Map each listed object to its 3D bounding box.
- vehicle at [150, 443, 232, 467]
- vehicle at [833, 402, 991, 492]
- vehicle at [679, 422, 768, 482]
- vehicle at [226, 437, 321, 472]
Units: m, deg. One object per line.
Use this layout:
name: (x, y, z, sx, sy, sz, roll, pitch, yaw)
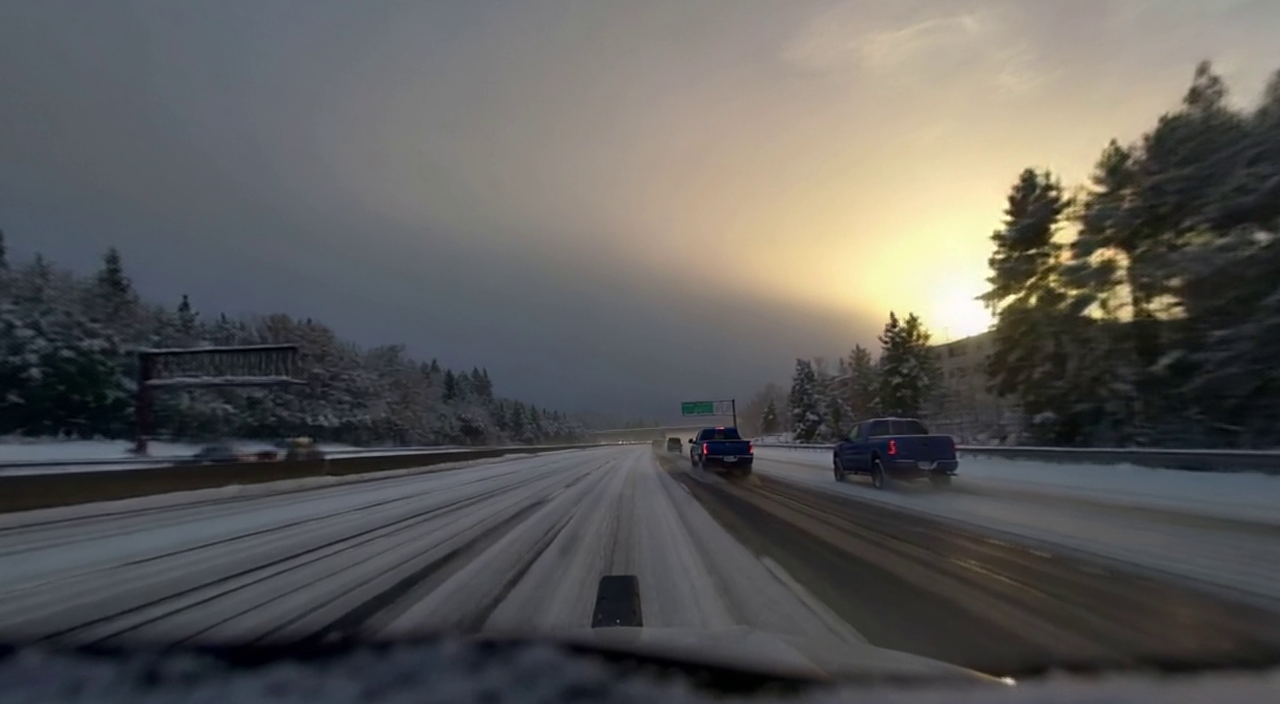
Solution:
vehicle: (-29.539, 6.805, 41.764, 1.834, 1.479, 4.581, -1, -9, 4)
vehicle: (7.750, 2.813, 18.796, 2.158, 2.268, 5.396, 0, -9, -1)
vehicle: (2.920, 3.677, 23.376, 2.462, 1.984, 4.718, 0, -9, -2)
vehicle: (-19.273, 5.415, 33.519, 2.108, 1.729, 4.754, 0, -9, 0)
